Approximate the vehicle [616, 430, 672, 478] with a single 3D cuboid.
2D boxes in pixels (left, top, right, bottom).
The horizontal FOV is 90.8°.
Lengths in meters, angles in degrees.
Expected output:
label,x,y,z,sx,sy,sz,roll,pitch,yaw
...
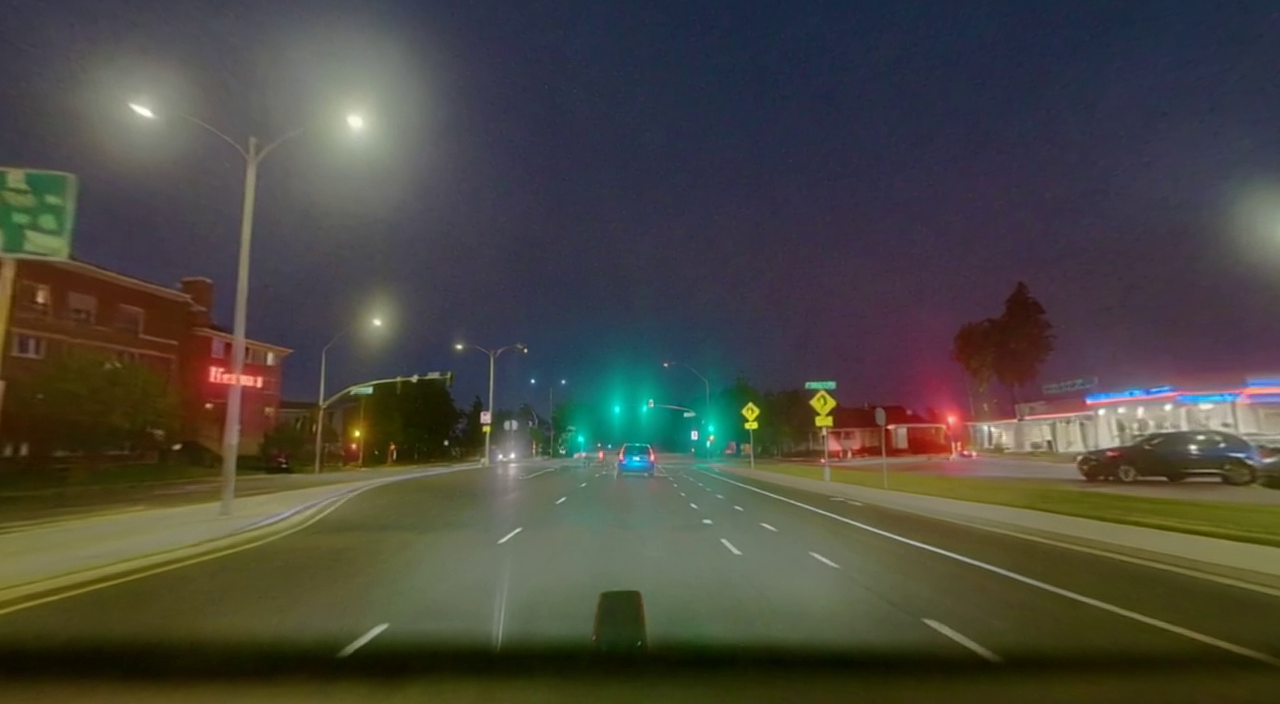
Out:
label,x,y,z,sx,sy,sz,roll,pitch,yaw
vehicle,0.128,4.553,28.381,2.273,1.909,5.075,0,-9,-1
